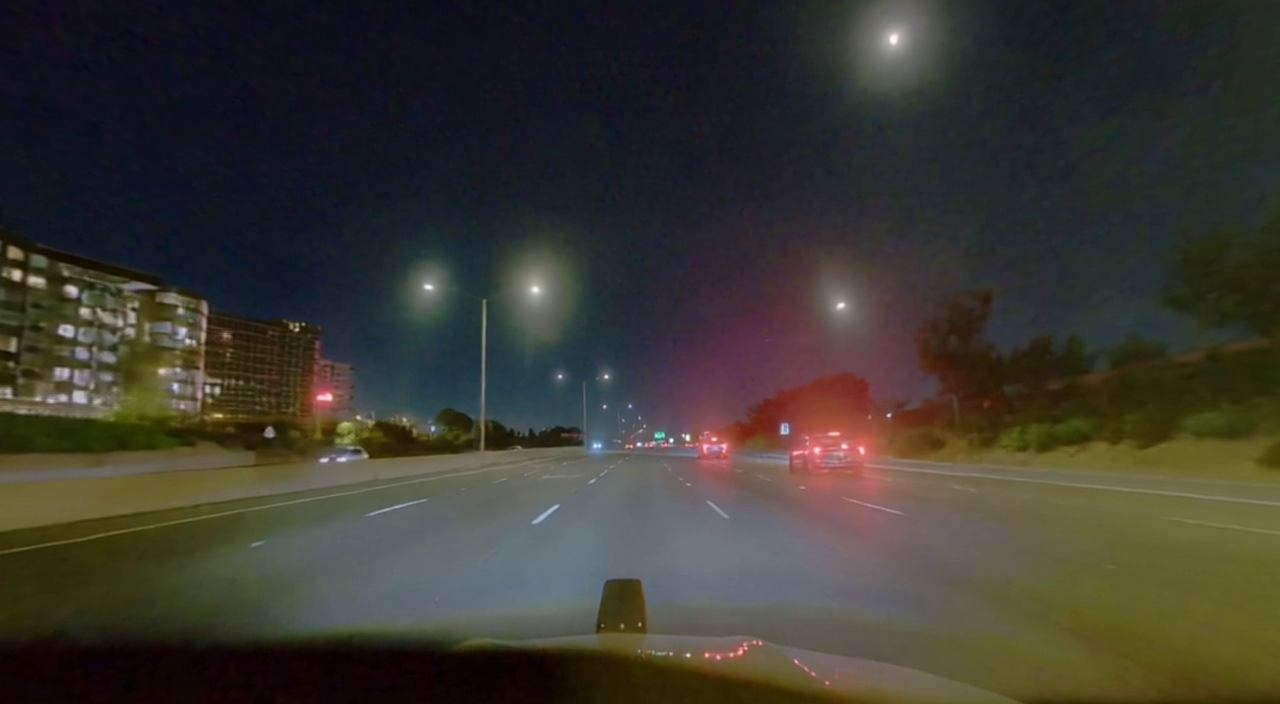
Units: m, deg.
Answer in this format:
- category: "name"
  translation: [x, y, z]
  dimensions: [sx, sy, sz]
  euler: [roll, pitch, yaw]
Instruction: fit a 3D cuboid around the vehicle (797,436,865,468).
- category: "vehicle"
  translation: [9.839, 5.176, 32.824]
  dimensions: [2.000, 1.514, 4.585]
  euler: [0, -9, -1]
